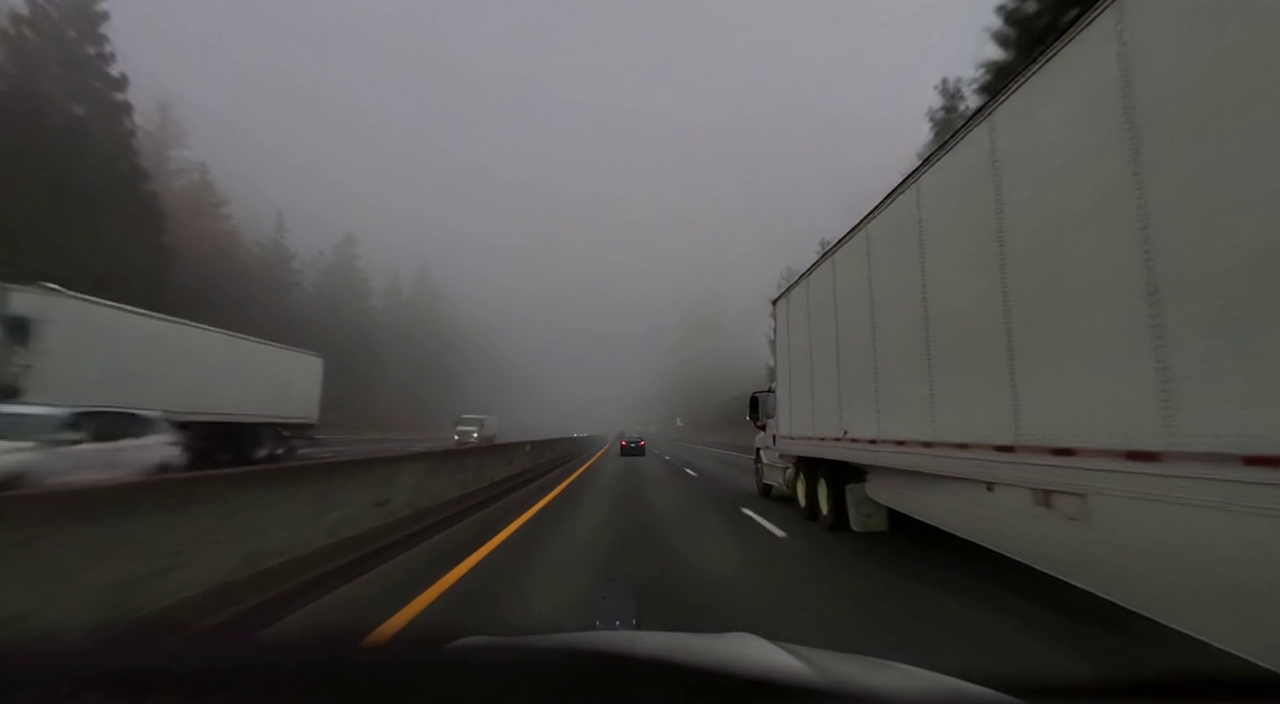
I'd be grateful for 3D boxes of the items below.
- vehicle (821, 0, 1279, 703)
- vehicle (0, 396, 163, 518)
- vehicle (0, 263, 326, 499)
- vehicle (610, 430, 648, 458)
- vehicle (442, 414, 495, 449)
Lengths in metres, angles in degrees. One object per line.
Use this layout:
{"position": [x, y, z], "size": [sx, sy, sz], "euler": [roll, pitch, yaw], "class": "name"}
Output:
{"position": [4.229, -0.432, 2.054], "size": [2.953, 4.045, 13.843], "euler": [0, -7, -1], "class": "vehicle"}
{"position": [-8.873, 1.355, 8.160], "size": [1.906, 1.499, 4.537], "euler": [0, -7, -2], "class": "vehicle"}
{"position": [-12.789, 1.121, 15.623], "size": [2.898, 4.098, 14.464], "euler": [0, -7, -1], "class": "vehicle"}
{"position": [-0.645, 5.332, 36.745], "size": [2.119, 1.480, 4.000], "euler": [-1, -7, -1], "class": "vehicle"}
{"position": [-13.320, 6.256, 49.407], "size": [2.332, 2.493, 6.723], "euler": [-1, -7, -1], "class": "vehicle"}
